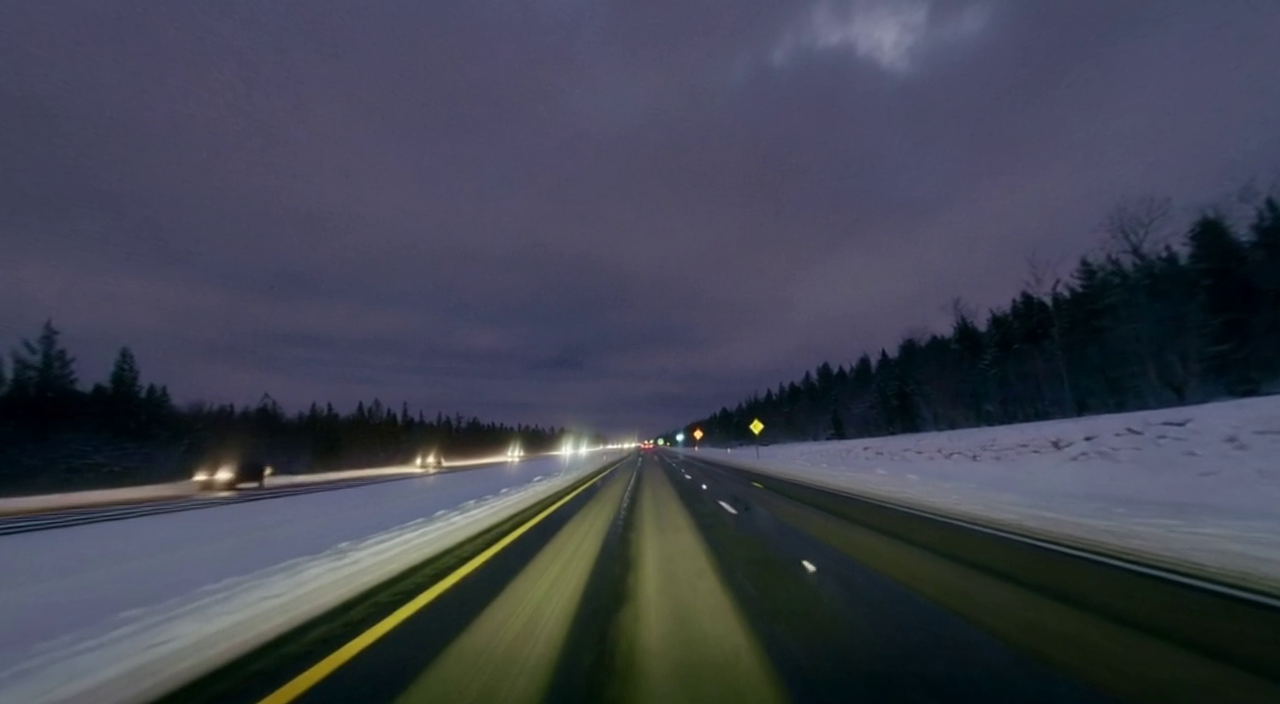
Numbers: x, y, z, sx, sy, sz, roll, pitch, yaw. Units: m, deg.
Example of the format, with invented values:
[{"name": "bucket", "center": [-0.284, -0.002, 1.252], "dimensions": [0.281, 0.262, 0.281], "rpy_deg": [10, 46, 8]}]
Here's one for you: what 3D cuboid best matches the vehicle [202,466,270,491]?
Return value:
[{"name": "vehicle", "center": [-28.915, 9.043, 45.281], "dimensions": [1.815, 1.479, 4.533], "rpy_deg": [0, -8, 1]}]
